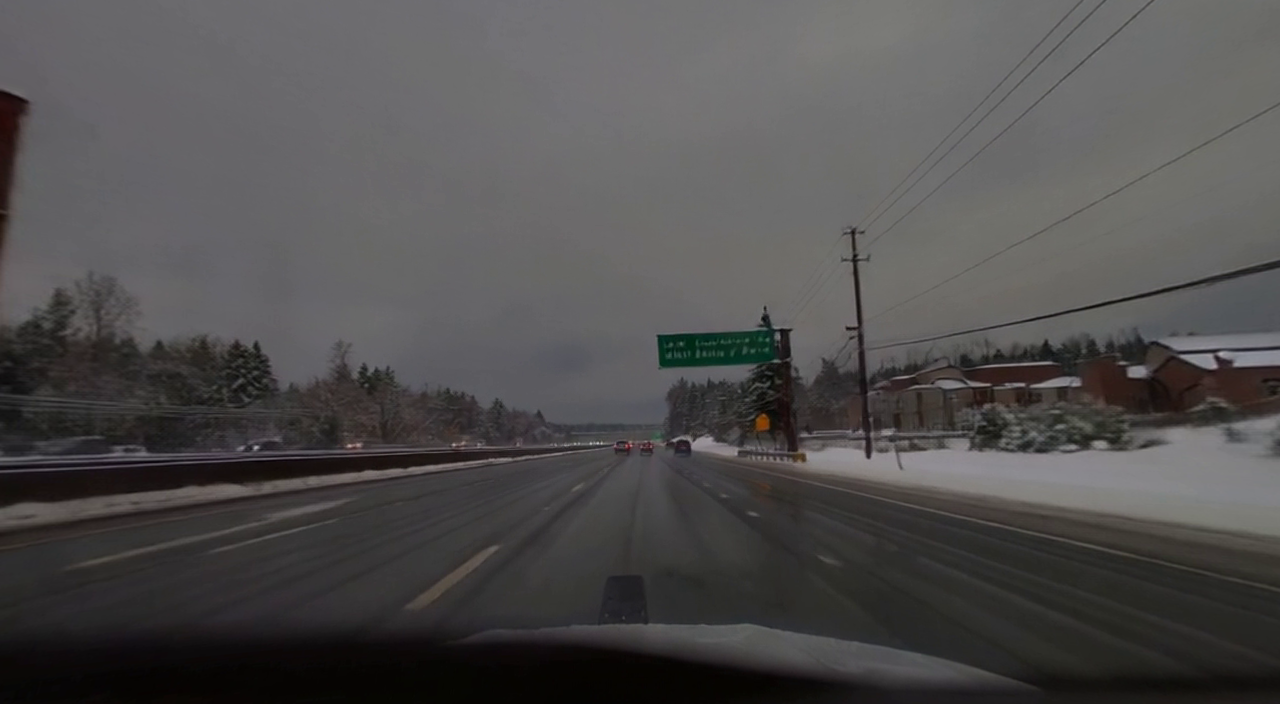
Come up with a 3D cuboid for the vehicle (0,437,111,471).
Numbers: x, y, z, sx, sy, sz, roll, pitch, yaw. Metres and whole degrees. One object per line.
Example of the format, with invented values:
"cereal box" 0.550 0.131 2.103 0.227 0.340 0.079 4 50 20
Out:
"vehicle" -30.482 5.276 32.849 1.842 1.653 4.523 0 -8 0
